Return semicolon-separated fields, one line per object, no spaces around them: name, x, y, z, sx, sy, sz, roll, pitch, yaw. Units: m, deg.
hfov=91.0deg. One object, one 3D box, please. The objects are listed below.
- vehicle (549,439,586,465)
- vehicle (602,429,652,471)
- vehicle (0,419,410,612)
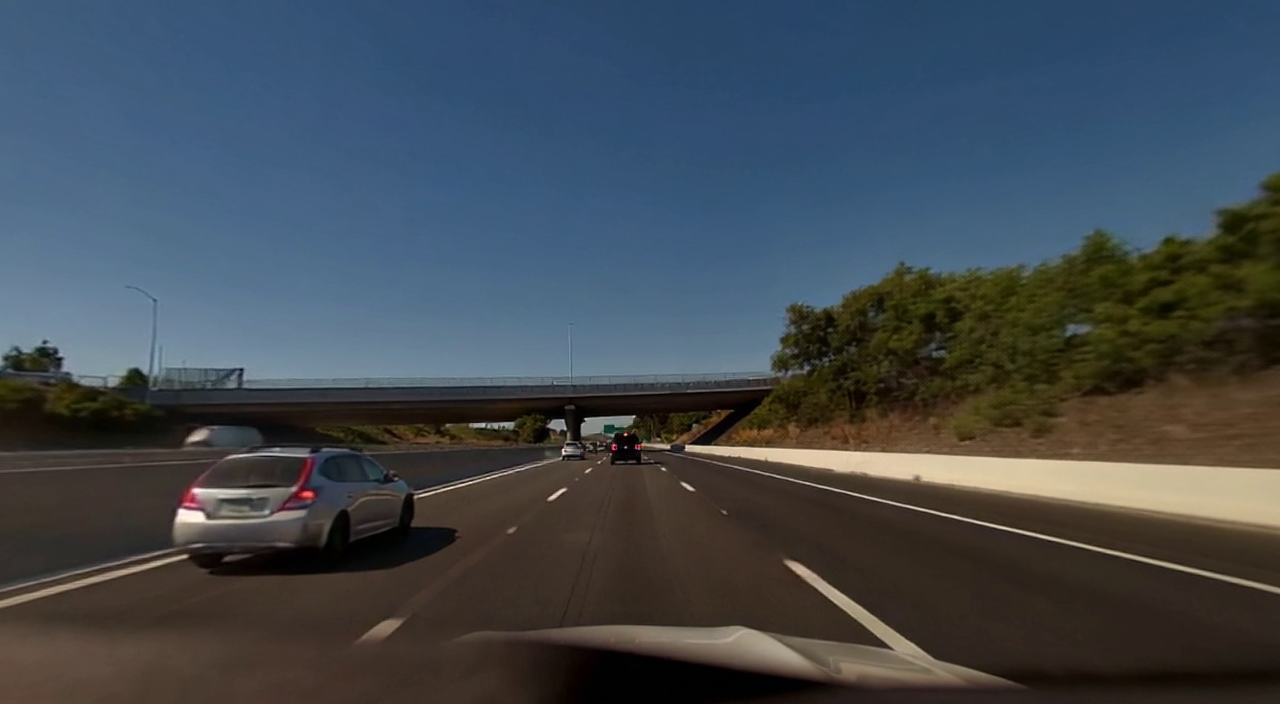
vehicle;-4.799;6.657;42.062;2.039;1.602;4.317;0;-8;-1
vehicle;-0.662;4.939;31.994;2.382;1.973;4.439;0;-8;-1
vehicle;-4.267;1.603;7.083;1.945;1.550;3.780;0;-8;0
